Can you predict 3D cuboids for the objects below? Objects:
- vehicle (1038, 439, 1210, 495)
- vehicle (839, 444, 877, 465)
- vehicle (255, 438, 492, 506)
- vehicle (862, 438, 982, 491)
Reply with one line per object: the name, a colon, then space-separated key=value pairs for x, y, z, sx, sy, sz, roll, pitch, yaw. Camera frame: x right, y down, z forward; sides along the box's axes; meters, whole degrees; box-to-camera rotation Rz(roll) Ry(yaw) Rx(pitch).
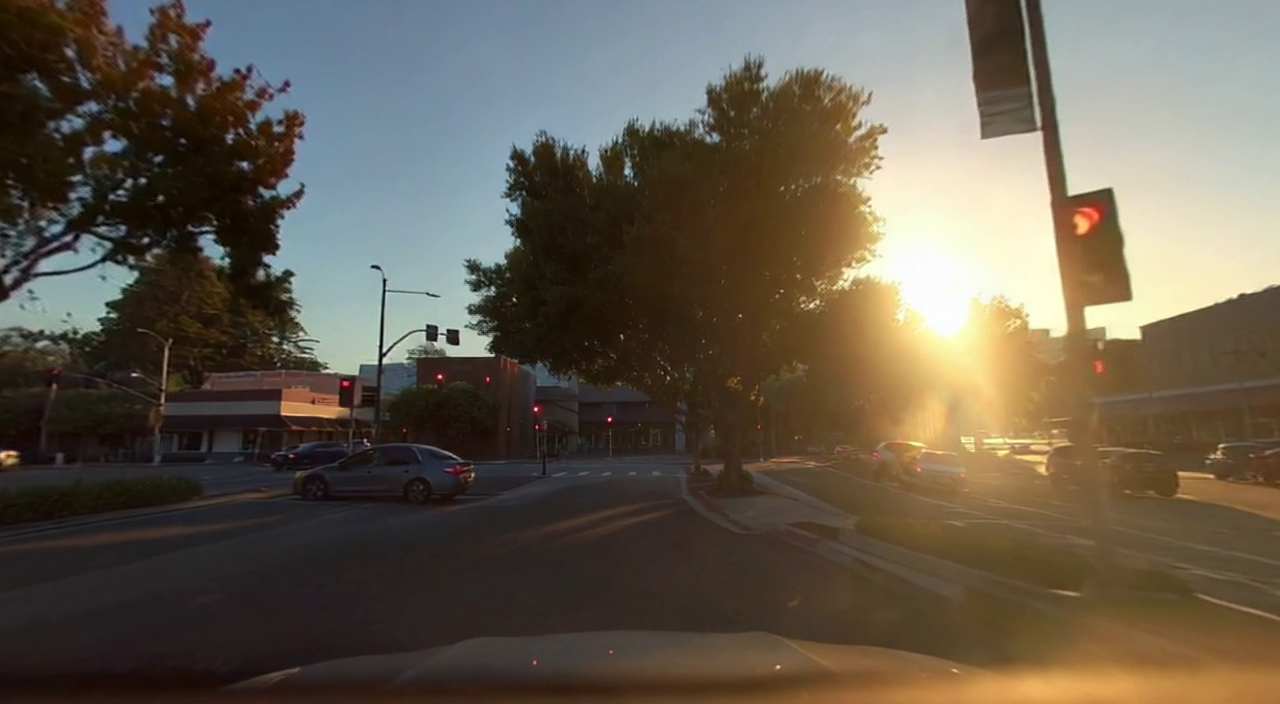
vehicle: x=14.386 y=3.414 z=19.178 sx=1.951 sy=1.491 sz=4.359 roll=-1 pitch=-8 yaw=4
vehicle: x=16.531 y=7.750 z=48.071 sx=1.824 sy=1.453 sz=4.148 roll=-3 pitch=-9 yaw=8
vehicle: x=-6.297 y=2.824 z=15.236 sx=4.792 sy=1.468 sz=2.116 roll=-1 pitch=-8 yaw=10
vehicle: x=9.012 y=3.615 z=20.702 sx=2.061 sy=1.519 sz=4.794 roll=-1 pitch=-8 yaw=5
